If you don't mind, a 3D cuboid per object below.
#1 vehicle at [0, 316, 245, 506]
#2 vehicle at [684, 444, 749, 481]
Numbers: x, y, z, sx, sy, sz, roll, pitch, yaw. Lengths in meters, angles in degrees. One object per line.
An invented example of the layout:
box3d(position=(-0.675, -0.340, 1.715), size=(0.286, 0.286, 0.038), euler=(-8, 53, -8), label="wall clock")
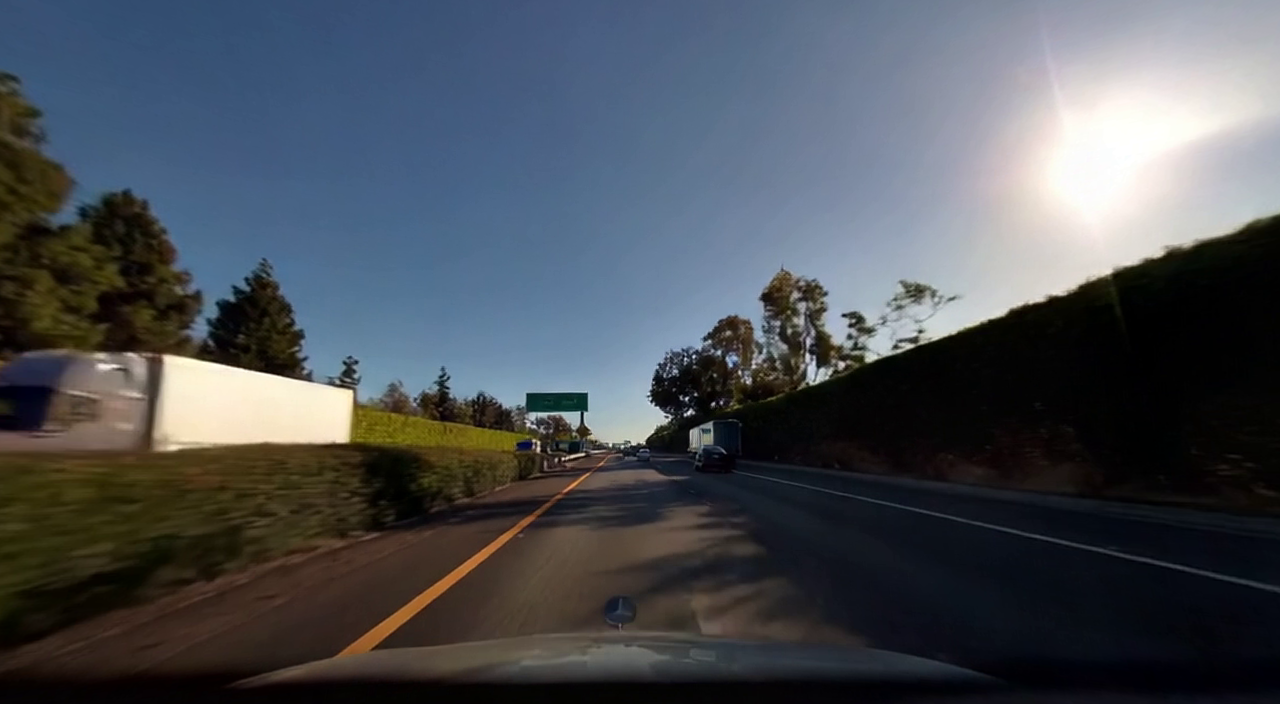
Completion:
box3d(position=(-13.635, 1.661, 16.107), size=(2.974, 3.986, 5.874), euler=(0, -9, -1), label="vehicle")
box3d(position=(3.375, 5.008, 28.626), size=(2.244, 1.498, 4.338), euler=(0, -9, -3), label="vehicle")
